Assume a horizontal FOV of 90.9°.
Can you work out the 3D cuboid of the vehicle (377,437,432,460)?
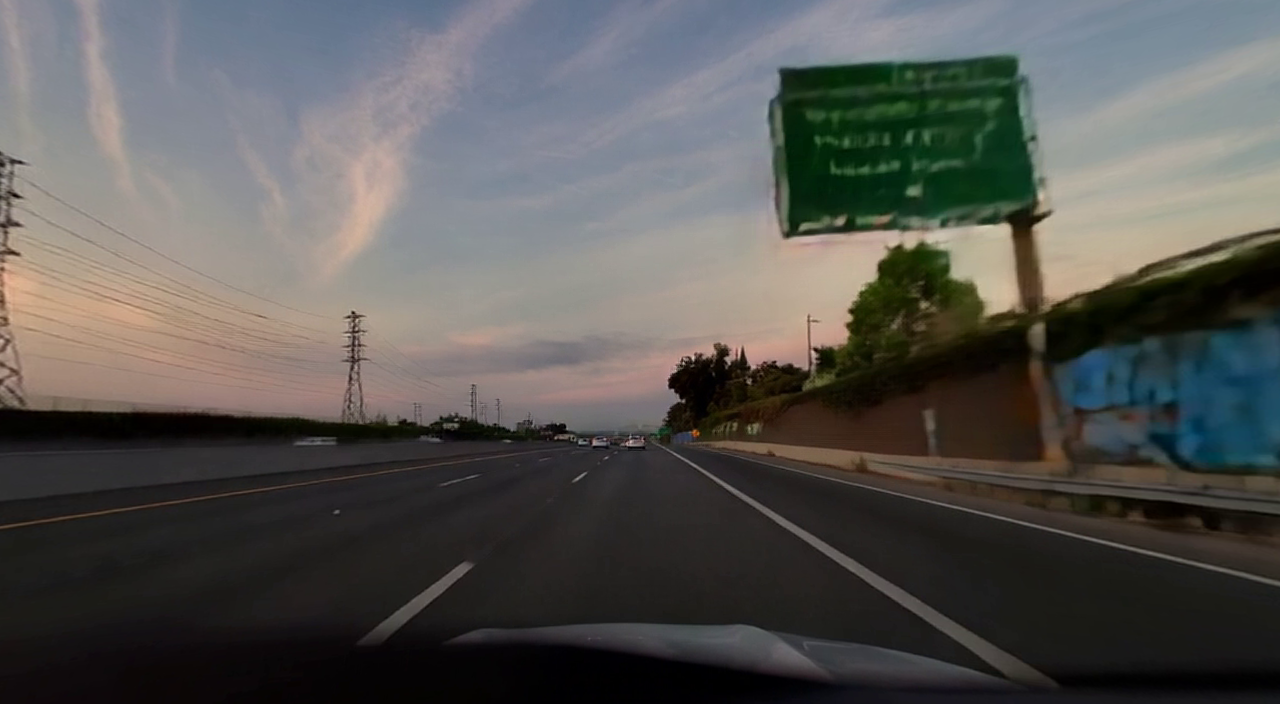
[{"bbox_3d":[-15.355,6.290,41.353,1.930,1.419,4.429,0,-8,0],"label":"vehicle"}]

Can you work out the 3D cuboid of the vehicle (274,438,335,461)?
[{"bbox_3d":[-23.109,6.714,43.516,1.803,1.477,4.353,0,-8,0],"label":"vehicle"}]
